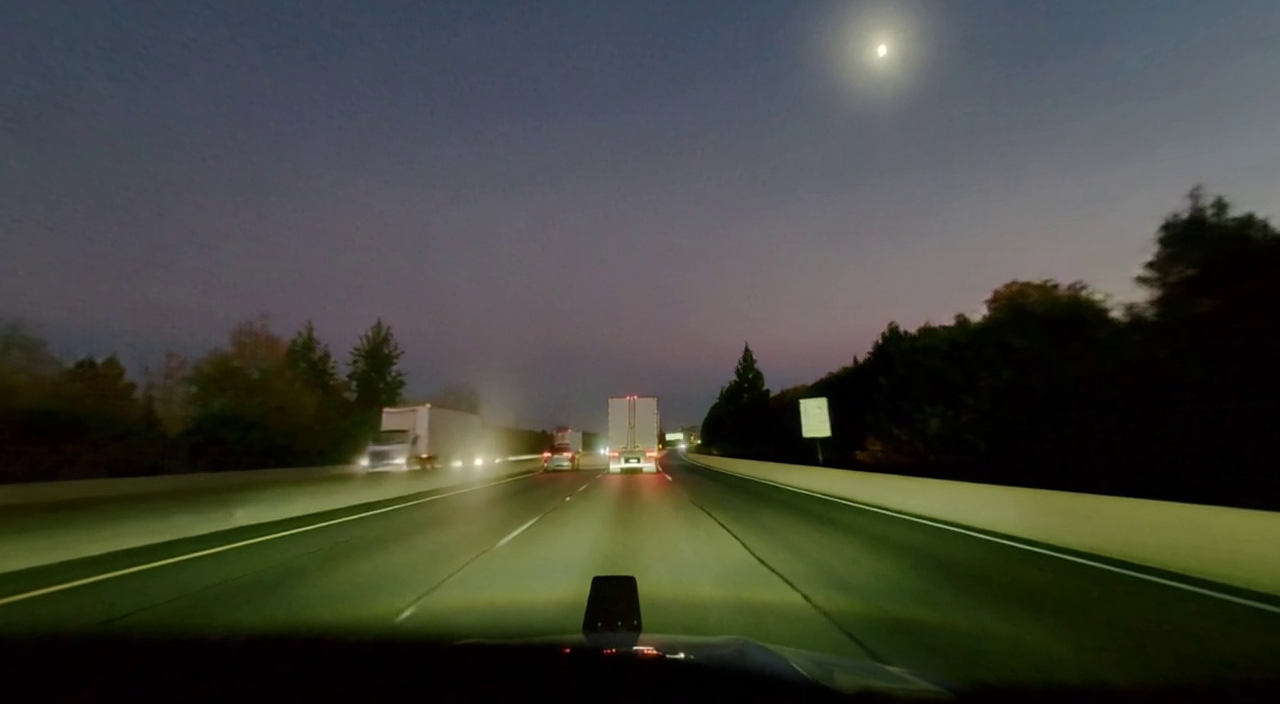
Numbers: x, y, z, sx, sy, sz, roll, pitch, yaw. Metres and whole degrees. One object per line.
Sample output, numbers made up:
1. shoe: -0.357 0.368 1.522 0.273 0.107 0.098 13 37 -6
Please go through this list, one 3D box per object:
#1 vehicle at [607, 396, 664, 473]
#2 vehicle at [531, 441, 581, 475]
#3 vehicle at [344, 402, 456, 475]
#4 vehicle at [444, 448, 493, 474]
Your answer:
1. vehicle: -0.301 5.282 39.300 3.100 4.091 10.664 0 -9 -1
2. vehicle: -4.389 5.608 33.297 2.112 1.645 4.129 0 -9 0
3. vehicle: -15.130 5.727 40.781 3.032 4.087 10.407 0 -9 1
4. vehicle: -10.532 6.723 38.777 1.880 1.491 3.942 0 -9 1
